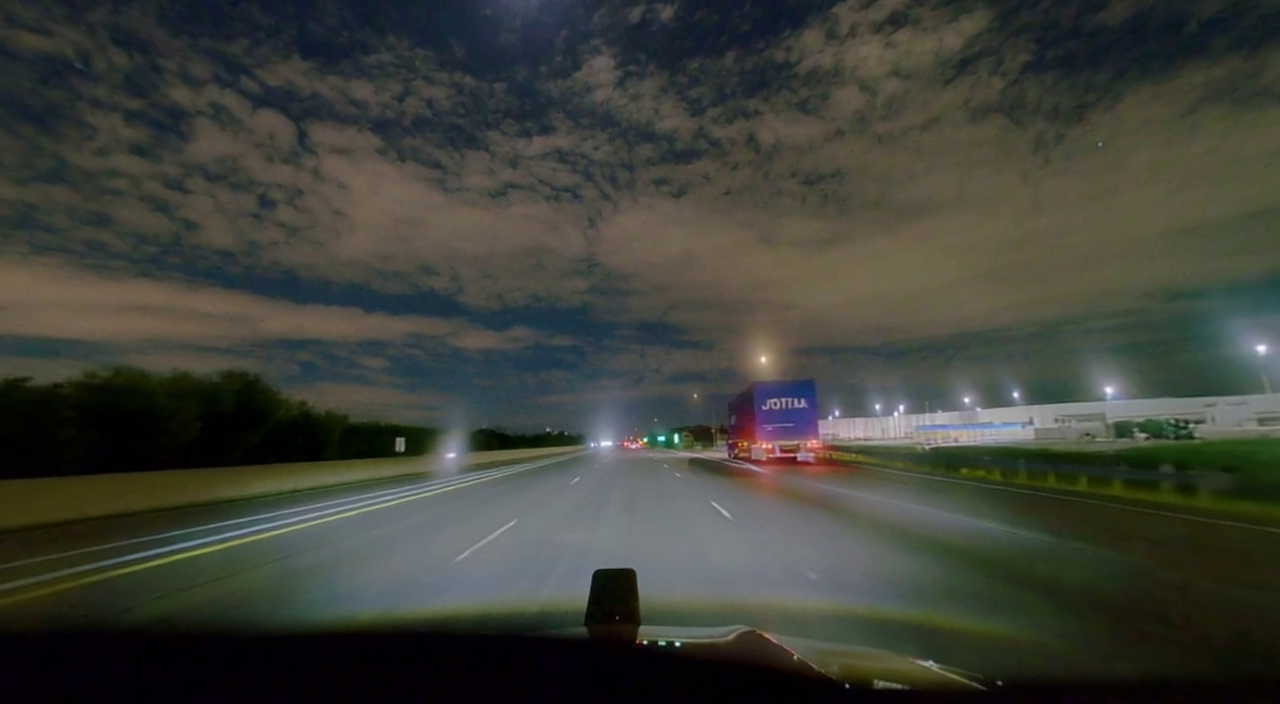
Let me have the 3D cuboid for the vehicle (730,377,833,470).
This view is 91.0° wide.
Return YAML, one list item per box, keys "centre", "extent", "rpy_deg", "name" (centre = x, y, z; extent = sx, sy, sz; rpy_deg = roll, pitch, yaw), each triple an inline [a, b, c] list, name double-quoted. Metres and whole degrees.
- centre: [7.339, 4.302, 35.906]
  extent: [3.469, 3.986, 17.065]
  rpy_deg: [-1, -8, 5]
  name: "vehicle"
